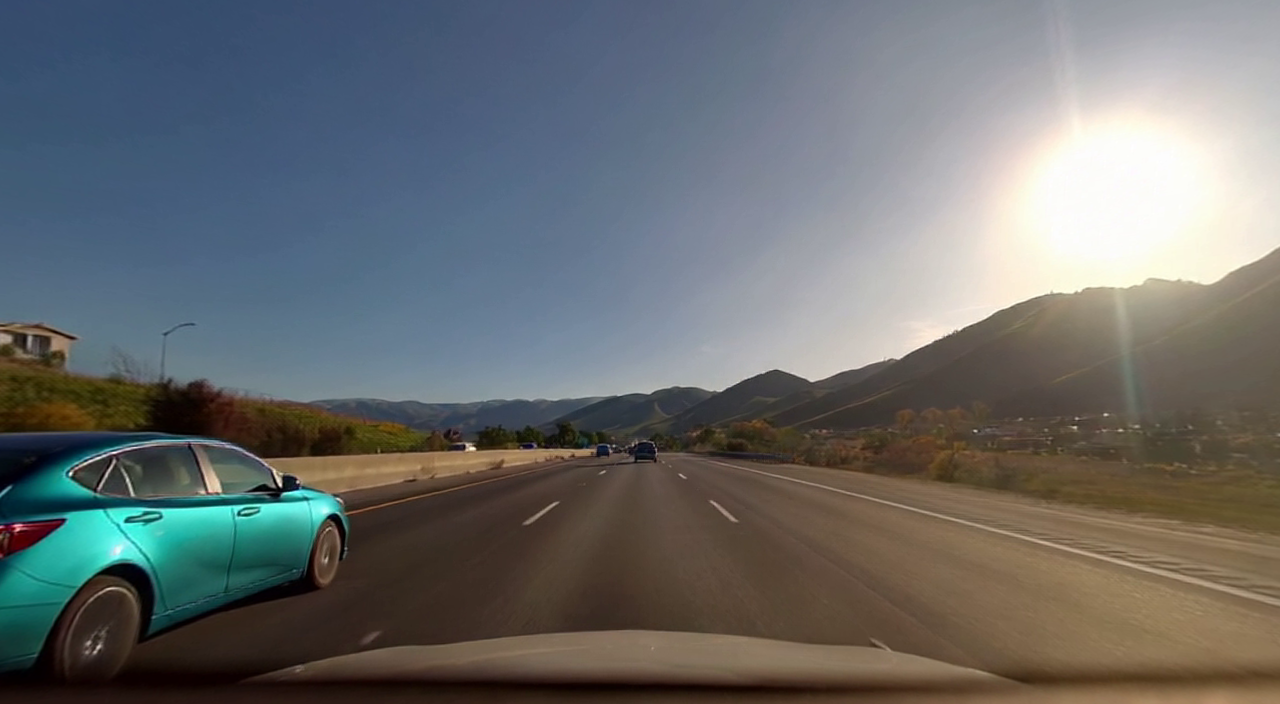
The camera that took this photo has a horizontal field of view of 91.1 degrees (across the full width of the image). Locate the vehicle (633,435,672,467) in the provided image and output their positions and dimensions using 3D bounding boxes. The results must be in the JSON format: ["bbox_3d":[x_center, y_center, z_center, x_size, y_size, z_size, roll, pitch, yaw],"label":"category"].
[{"bbox_3d":[0.770,6.164,39.283,2.272,1.836,4.866,0,-8,1],"label":"vehicle"}]

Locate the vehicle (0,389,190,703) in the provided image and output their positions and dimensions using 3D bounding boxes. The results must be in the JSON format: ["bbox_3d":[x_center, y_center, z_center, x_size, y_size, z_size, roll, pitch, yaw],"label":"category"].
[{"bbox_3d":[-3.538,0.755,1.241,2.044,1.557,4.277,0,-8,1],"label":"vehicle"}]
